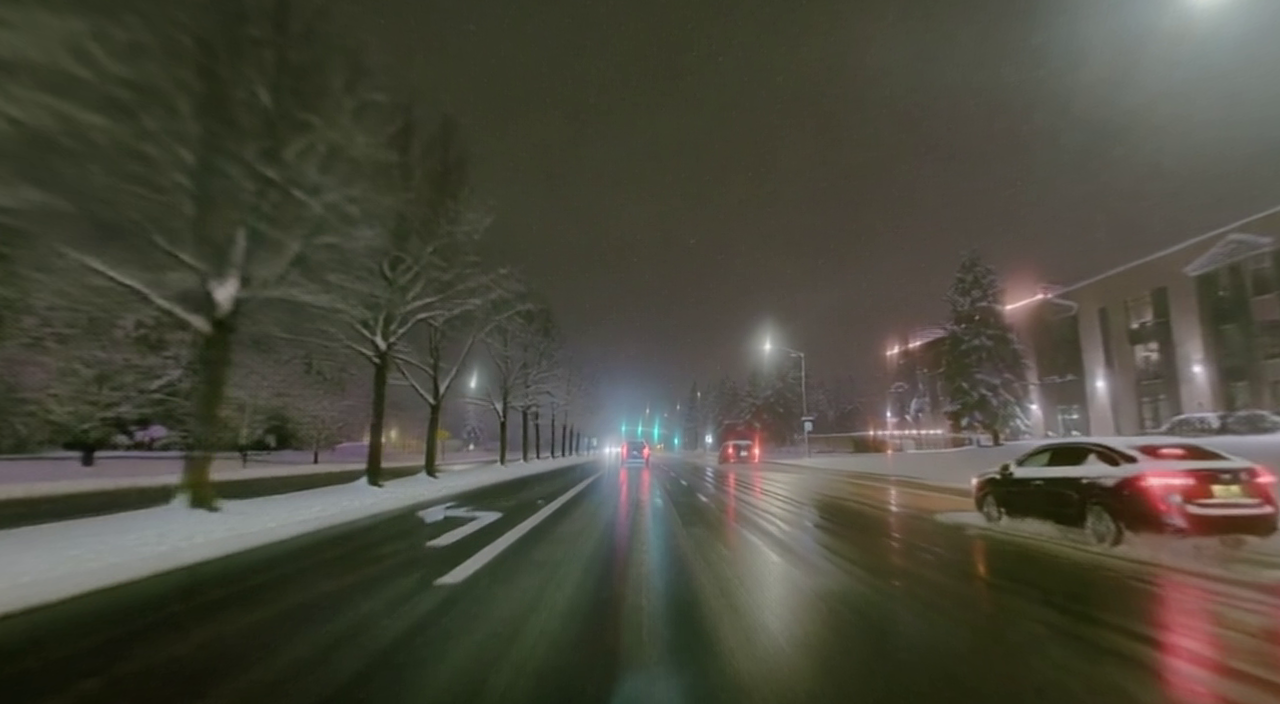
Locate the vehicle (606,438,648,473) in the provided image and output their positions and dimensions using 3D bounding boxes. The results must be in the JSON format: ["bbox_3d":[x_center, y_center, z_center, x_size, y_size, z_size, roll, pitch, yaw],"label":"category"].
[{"bbox_3d":[-0.648,5.650,34.618,2.193,1.794,4.457,0,-8,0],"label":"vehicle"}]

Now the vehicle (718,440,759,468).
[{"bbox_3d":[6.771,7.058,43.843,2.026,1.804,4.565,0,-8,-1],"label":"vehicle"}]

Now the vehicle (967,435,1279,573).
[{"bbox_3d":[6.966,1.970,9.062,2.139,1.471,4.393,0,-8,0],"label":"vehicle"}]
